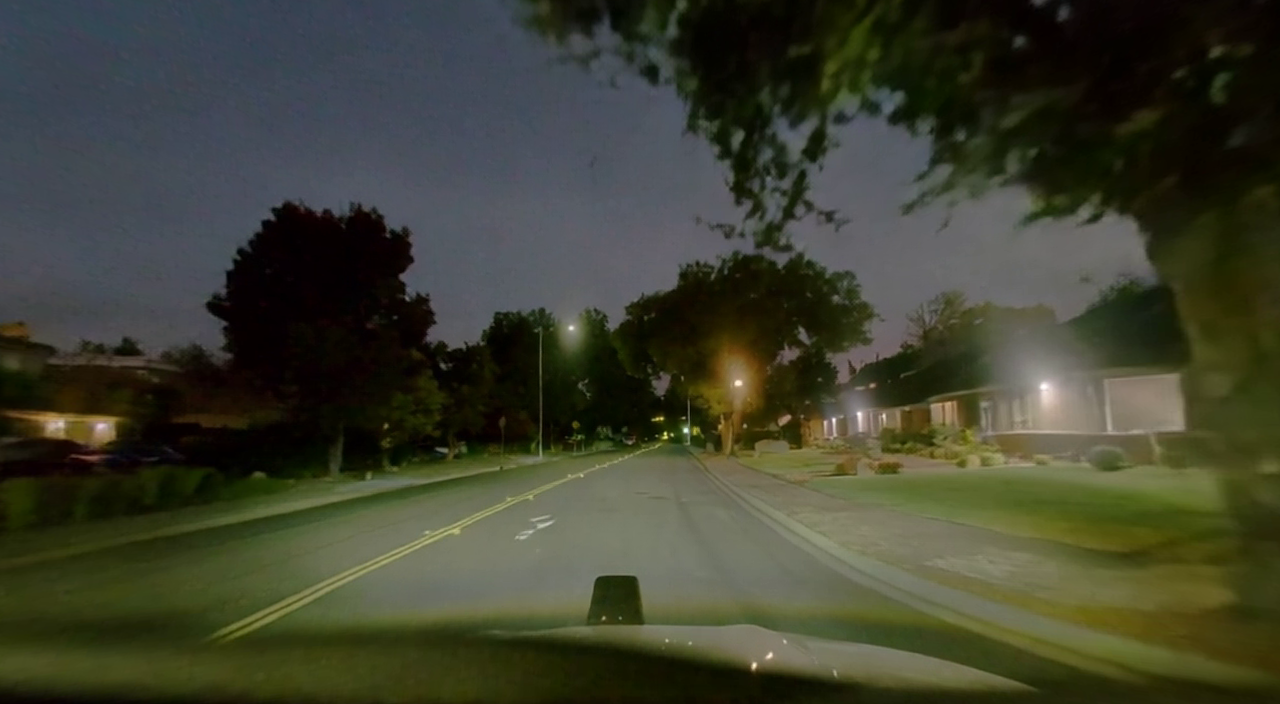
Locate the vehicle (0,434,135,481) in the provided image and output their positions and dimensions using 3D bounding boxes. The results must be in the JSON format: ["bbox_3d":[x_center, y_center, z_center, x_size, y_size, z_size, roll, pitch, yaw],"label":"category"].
[{"bbox_3d":[-19.778,3.474,20.841,4.373,1.464,1.917,2,-10,-18],"label":"vehicle"}]

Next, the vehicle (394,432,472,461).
[{"bbox_3d":[-13.100,5.999,40.202,4.370,1.761,1.901,1,-8,-5],"label":"vehicle"}]
